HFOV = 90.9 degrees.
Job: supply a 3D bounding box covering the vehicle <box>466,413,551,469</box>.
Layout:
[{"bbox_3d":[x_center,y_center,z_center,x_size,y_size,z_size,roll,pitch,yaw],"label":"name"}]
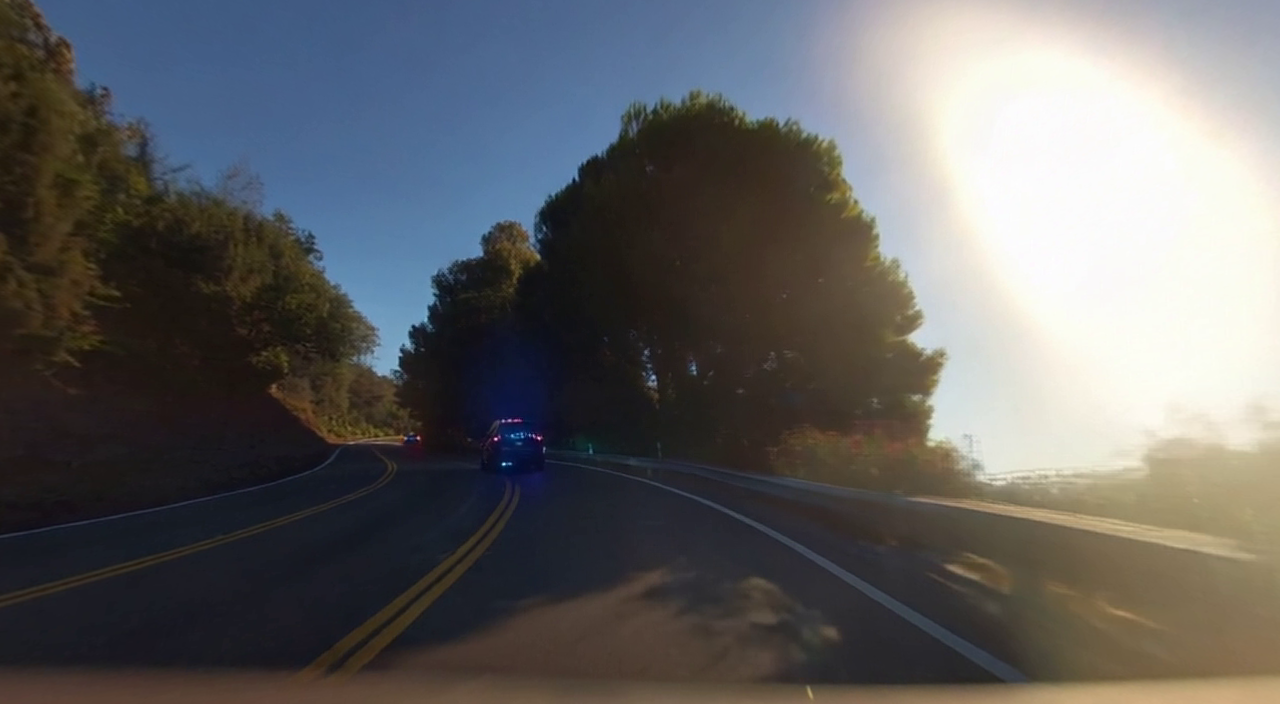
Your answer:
[{"bbox_3d":[-5.479,3.635,25.639,2.500,1.961,5.637,4,-9,-20],"label":"vehicle"}]
